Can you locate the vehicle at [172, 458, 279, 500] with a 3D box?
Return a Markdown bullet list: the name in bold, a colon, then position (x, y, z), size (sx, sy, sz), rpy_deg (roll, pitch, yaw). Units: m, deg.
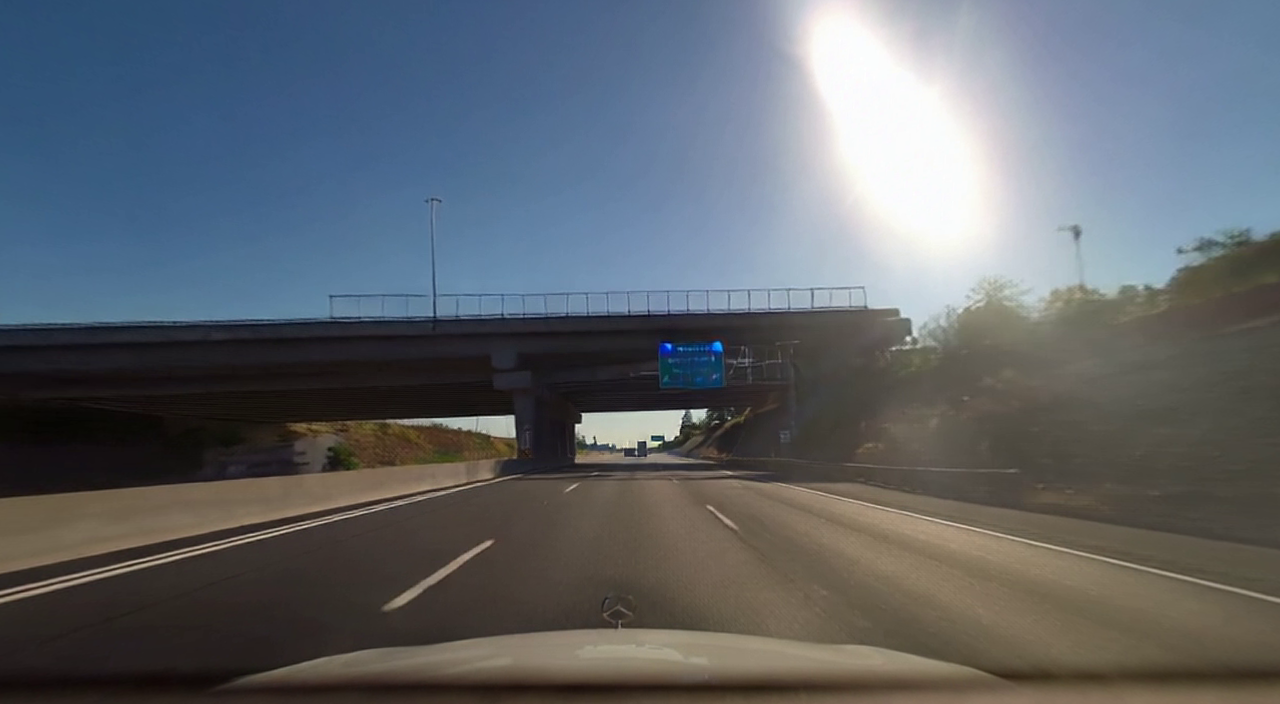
- **vehicle**: position (-16.243, 4.966, 24.868), size (1.733, 1.438, 3.647), rpy_deg (0, -9, 0)
